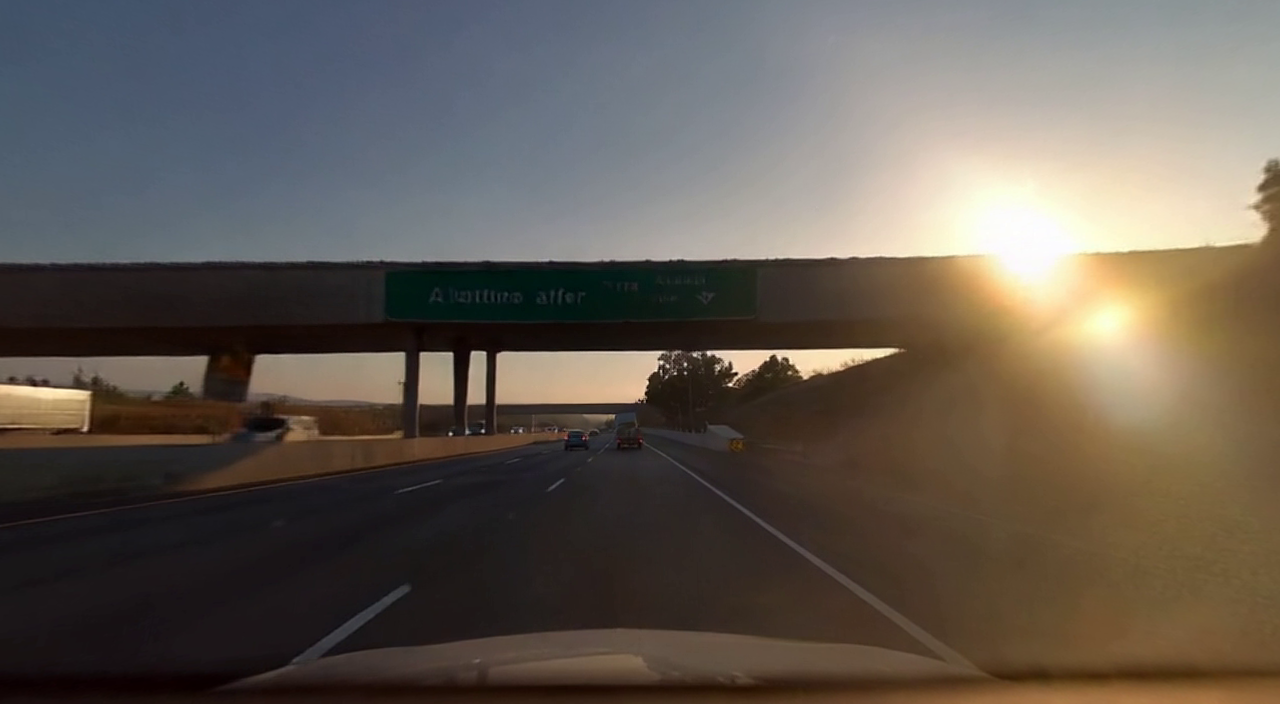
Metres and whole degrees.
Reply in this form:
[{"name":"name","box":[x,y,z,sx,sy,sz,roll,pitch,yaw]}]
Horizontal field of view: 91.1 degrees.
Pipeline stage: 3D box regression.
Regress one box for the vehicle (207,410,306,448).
[{"name":"vehicle","box":[-19.943,4.086,32.966,2.120,1.827,4.830,0,-8,0]}]

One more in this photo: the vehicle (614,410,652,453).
[{"name":"vehicle","box":[-0.590,5.495,43.398,2.418,2.704,6.445,0,-8,-2]}]

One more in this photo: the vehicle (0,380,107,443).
[{"name":"vehicle","box":[-41.767,3.973,41.155,2.874,3.938,13.029,0,-8,-3]}]

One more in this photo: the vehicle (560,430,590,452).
[{"name":"vehicle","box":[-4.777,6.554,46.614,1.932,1.544,3.864,0,-8,-1]}]
